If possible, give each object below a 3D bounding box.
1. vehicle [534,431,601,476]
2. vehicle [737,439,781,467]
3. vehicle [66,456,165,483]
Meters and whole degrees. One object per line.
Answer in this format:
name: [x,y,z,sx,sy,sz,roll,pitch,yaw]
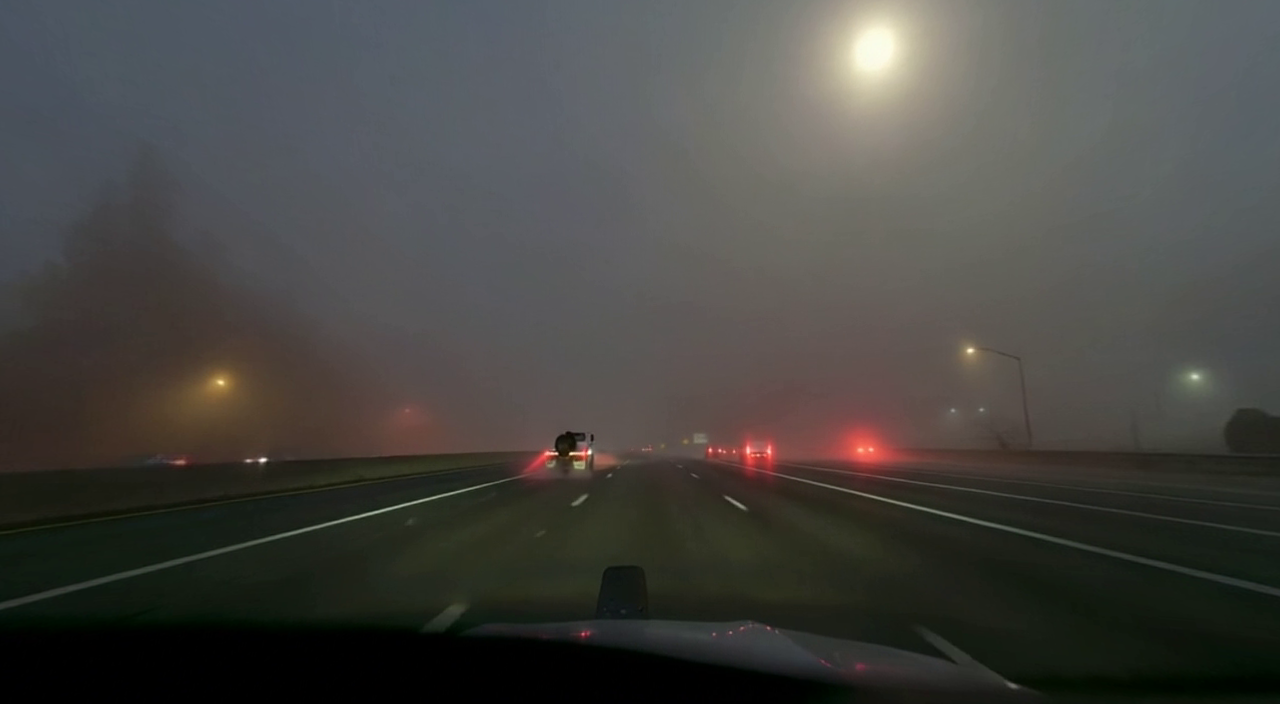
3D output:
vehicle: [-3.333,4.819,30.086,2.453,1.952,5.320,0,-8,1]
vehicle: [7.674,6.521,40.991,2.063,1.706,4.259,0,-8,0]
vehicle: [-32.065,7.162,38.721,1.859,1.485,4.827,0,-8,1]
